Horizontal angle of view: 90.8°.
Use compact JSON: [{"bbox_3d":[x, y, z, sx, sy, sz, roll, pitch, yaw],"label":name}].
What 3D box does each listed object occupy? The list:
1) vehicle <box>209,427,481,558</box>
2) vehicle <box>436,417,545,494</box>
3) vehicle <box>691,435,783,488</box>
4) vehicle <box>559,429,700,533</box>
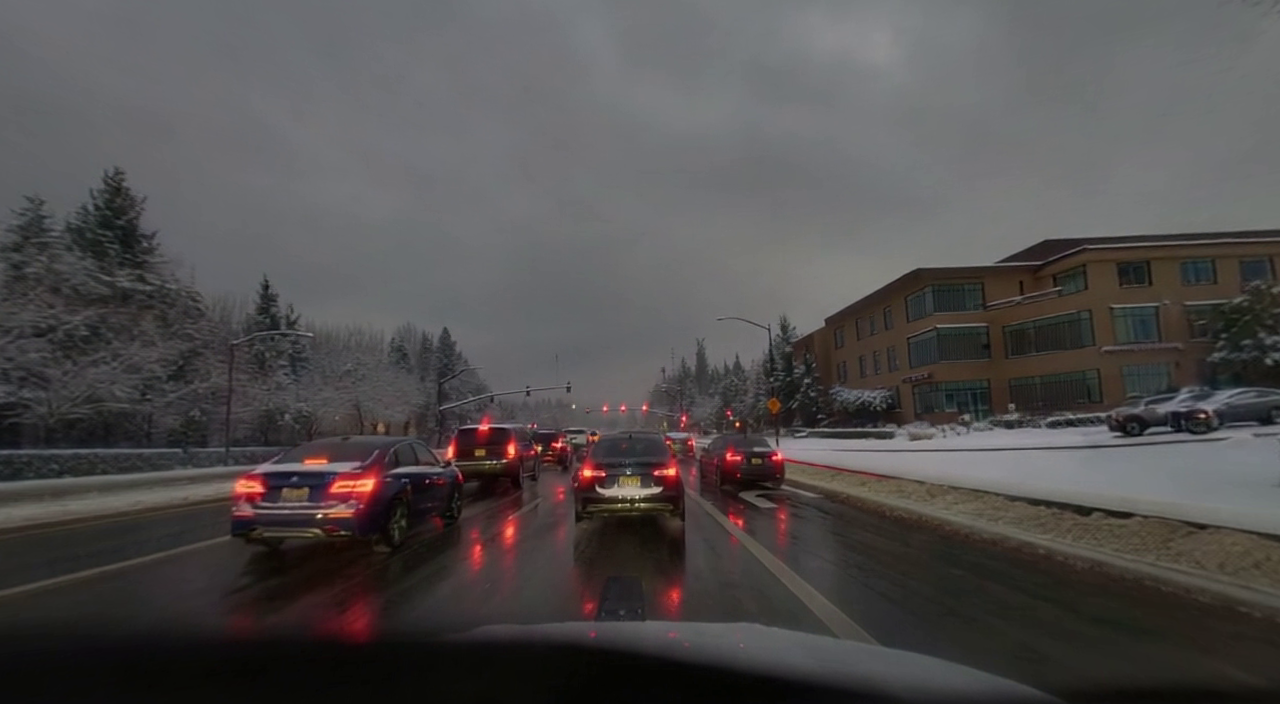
[{"bbox_3d":[-3.864,1.904,9.295,1.985,1.467,4.224,0,-8,0],"label":"vehicle"},{"bbox_3d":[-4.031,2.890,17.853,2.054,1.881,4.469,0,-8,-1],"label":"vehicle"},{"bbox_3d":[2.846,3.341,19.624,1.978,1.452,4.381,0,-8,-2],"label":"vehicle"},{"bbox_3d":[-0.216,2.142,11.089,2.007,1.467,4.059,0,-8,-2],"label":"vehicle"}]
